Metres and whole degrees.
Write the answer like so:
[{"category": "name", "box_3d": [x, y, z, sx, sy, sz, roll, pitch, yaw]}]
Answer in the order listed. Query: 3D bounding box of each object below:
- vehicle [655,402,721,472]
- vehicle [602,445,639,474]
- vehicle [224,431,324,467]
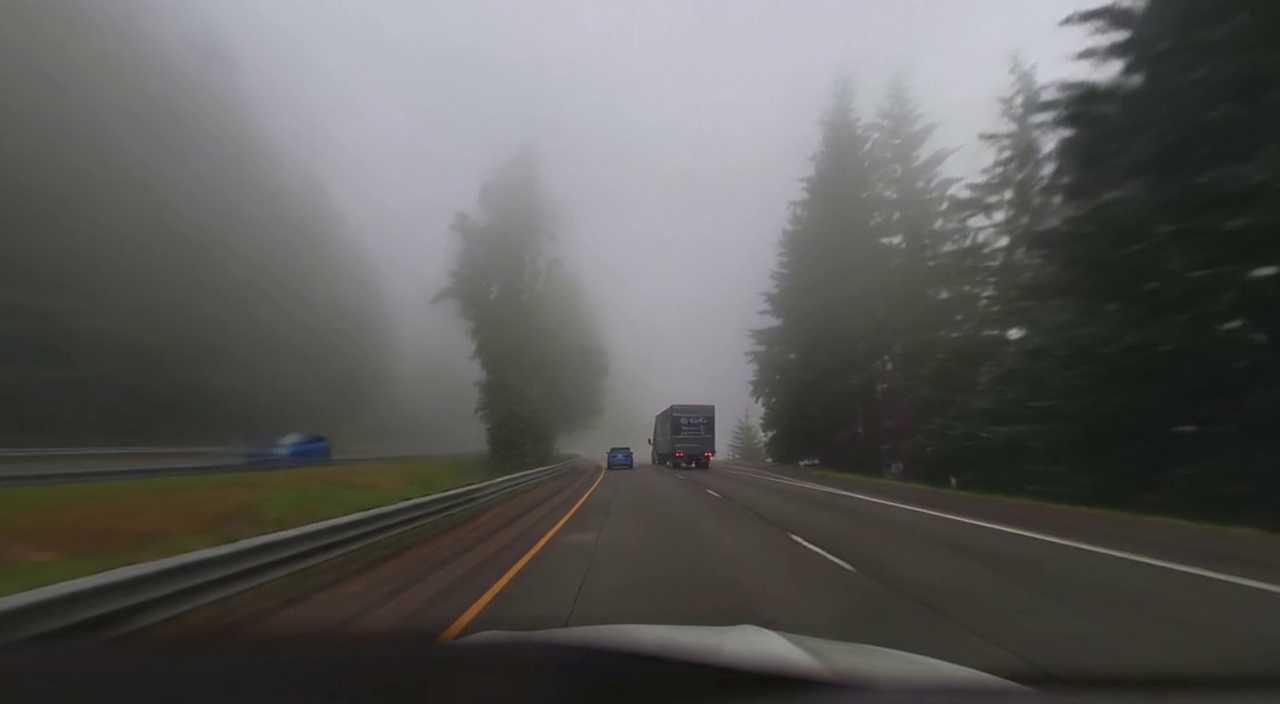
[{"category": "vehicle", "box_3d": [2.961, 6.070, 43.908, 2.951, 4.012, 14.203, 1, -9, -2]}, {"category": "vehicle", "box_3d": [-1.090, 5.858, 34.456, 1.913, 1.460, 3.610, 1, -9, -2]}, {"category": "vehicle", "box_3d": [-16.458, 4.406, 28.669, 1.834, 1.491, 4.562, 0, -9, -1]}]
